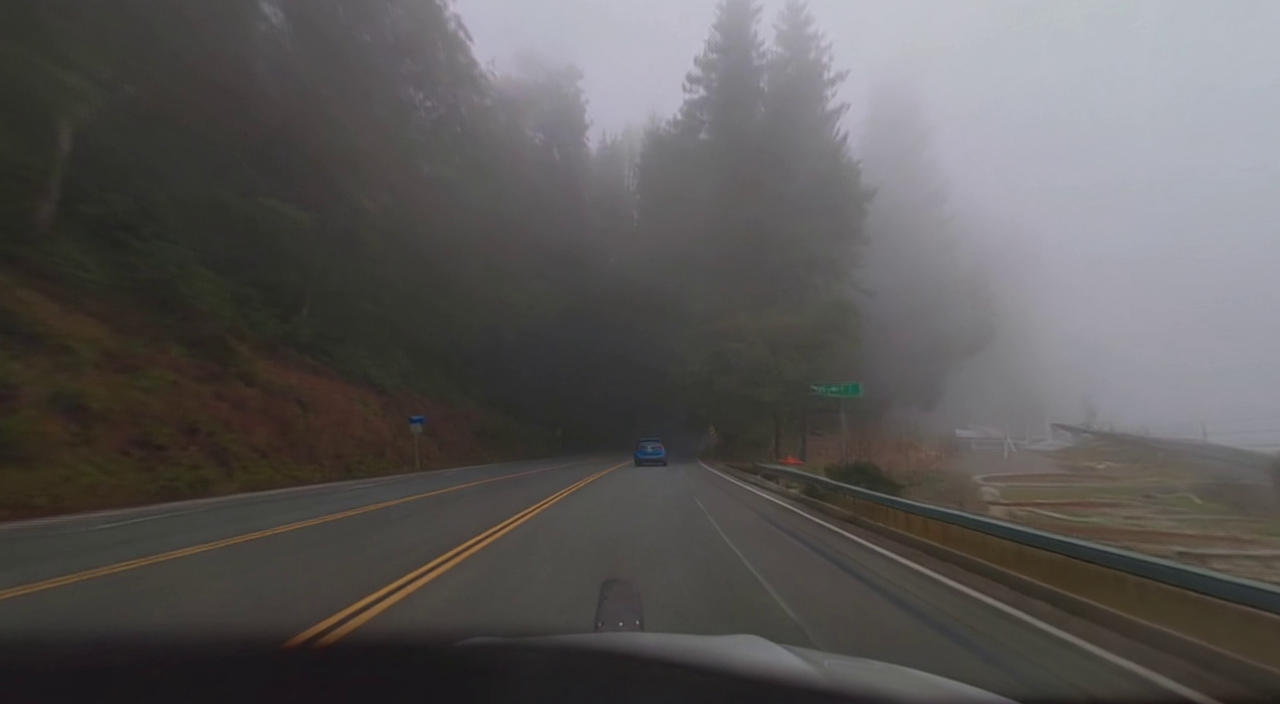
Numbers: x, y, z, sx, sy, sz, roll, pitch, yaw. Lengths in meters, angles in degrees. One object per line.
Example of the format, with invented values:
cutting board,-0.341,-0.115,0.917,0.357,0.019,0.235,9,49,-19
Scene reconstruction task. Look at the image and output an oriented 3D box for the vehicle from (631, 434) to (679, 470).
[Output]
vehicle,0.858,5.098,32.344,2.294,1.708,4.110,-1,-8,3
